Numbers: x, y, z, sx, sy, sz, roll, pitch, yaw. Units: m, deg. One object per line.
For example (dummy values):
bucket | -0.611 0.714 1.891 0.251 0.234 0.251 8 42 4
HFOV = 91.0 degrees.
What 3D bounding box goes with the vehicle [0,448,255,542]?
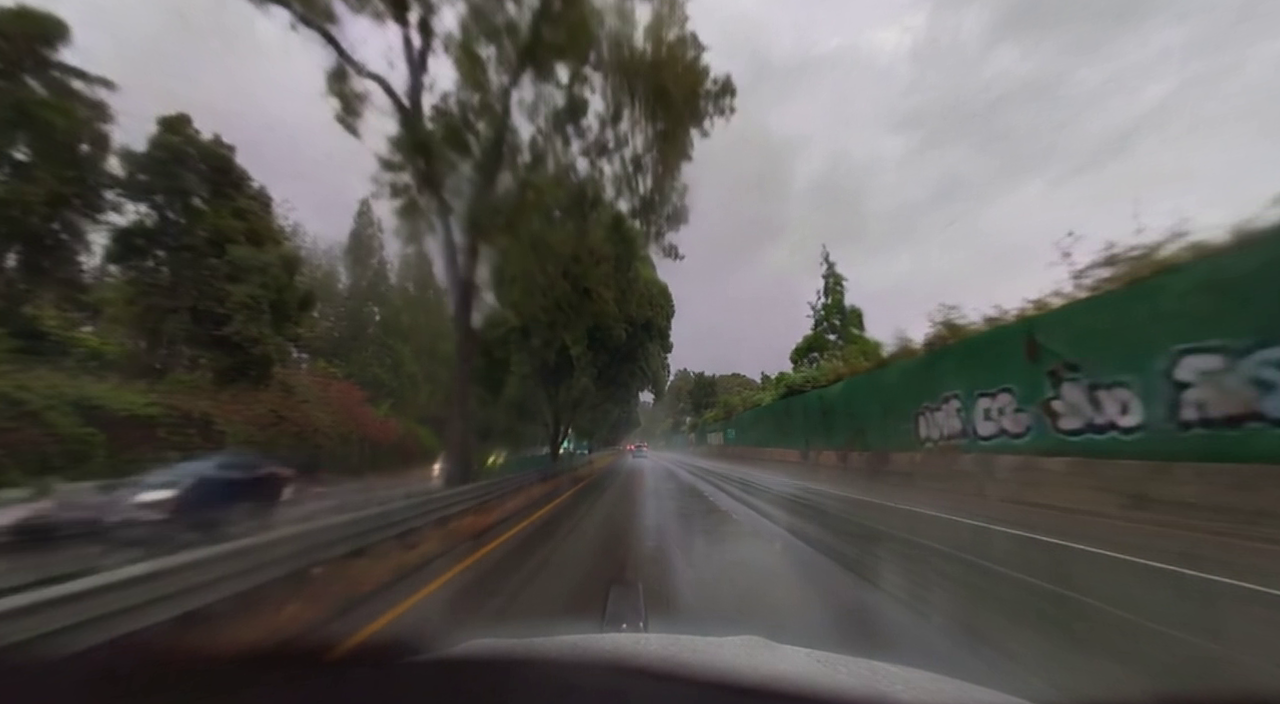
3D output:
vehicle | -10.324 2.812 13.094 1.933 1.599 4.198 0 -8 0
